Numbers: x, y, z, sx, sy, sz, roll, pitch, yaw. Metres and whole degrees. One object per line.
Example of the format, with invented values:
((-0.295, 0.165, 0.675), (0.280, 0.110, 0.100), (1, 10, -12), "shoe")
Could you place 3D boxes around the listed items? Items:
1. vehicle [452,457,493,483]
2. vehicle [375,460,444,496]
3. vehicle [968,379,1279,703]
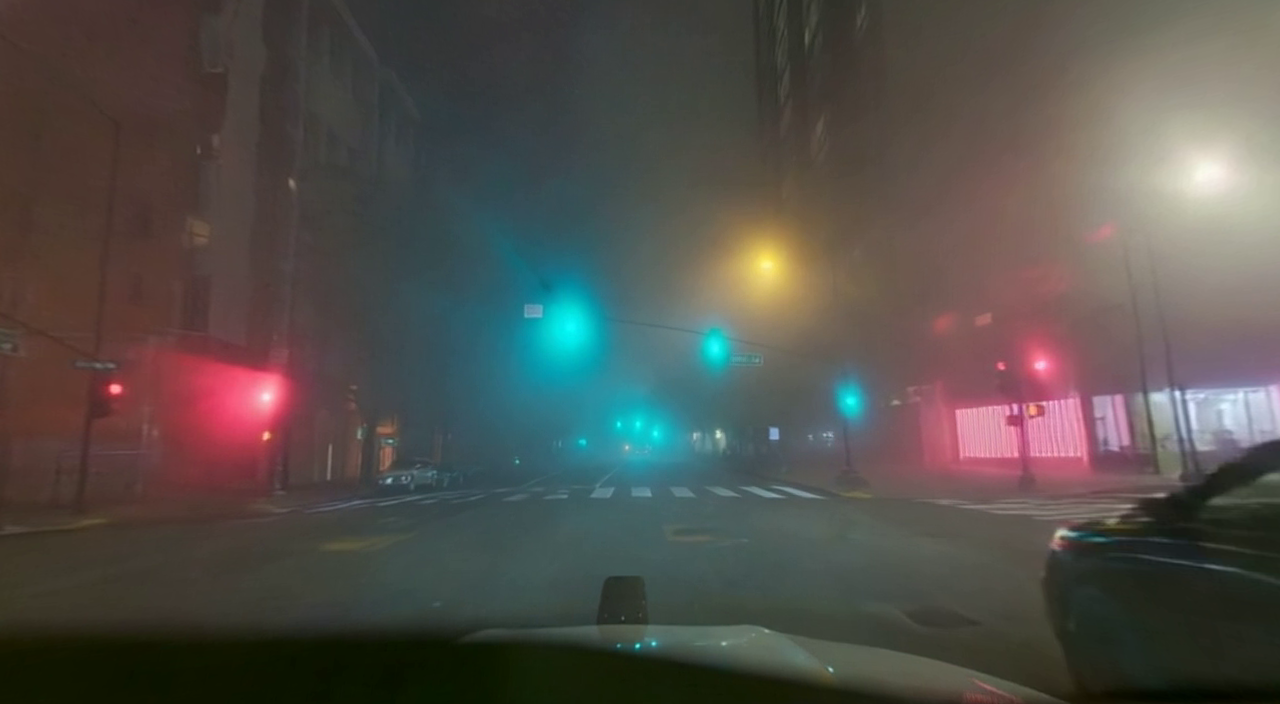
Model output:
((-12.095, 8.534, 45.497), (1.867, 1.583, 4.108), (-1, -8, 0), "vehicle")
((-12.145, 6.630, 33.378), (1.910, 1.511, 4.565), (-1, -7, 0), "vehicle")
((3.157, 0.814, 1.773), (2.080, 1.524, 4.348), (0, -9, 0), "vehicle")
